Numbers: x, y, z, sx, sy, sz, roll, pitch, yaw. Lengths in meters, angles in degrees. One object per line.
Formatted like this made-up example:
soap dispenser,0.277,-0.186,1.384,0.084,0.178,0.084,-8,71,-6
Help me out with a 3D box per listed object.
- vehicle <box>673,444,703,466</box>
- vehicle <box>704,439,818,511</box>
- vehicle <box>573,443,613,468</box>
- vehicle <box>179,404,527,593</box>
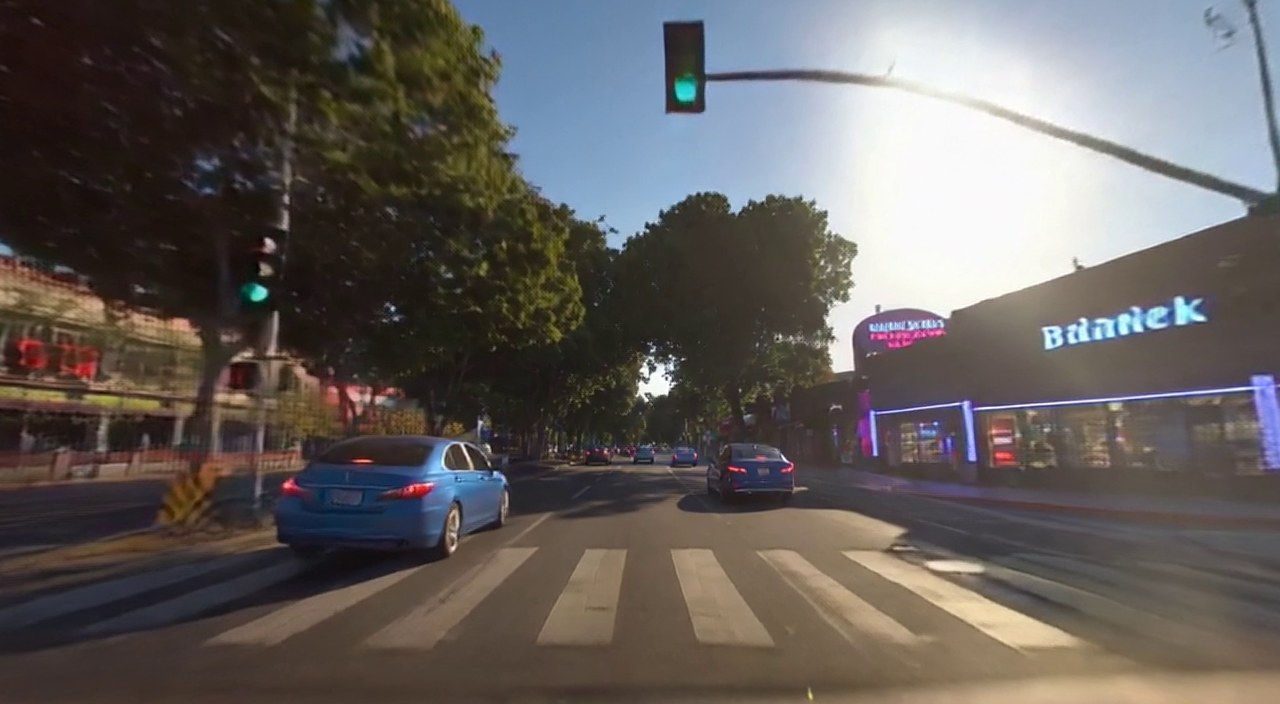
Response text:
vehicle,3.558,7.753,47.493,1.931,1.552,4.125,0,-8,1
vehicle,2.785,2.911,15.521,1.946,1.513,4.133,0,-8,0
vehicle,-2.904,6.509,39.820,2.040,1.471,4.211,0,-8,2
vehicle,-2.969,1.635,8.094,2.032,1.639,5.037,0,-8,1
